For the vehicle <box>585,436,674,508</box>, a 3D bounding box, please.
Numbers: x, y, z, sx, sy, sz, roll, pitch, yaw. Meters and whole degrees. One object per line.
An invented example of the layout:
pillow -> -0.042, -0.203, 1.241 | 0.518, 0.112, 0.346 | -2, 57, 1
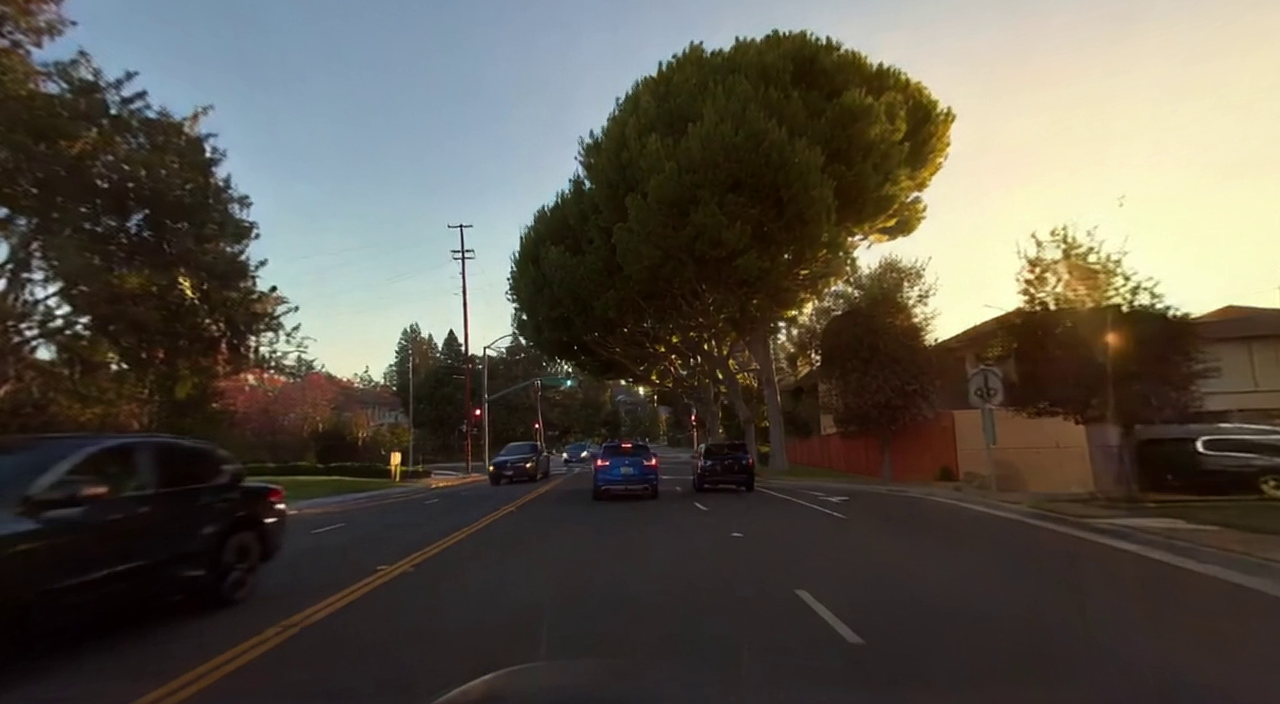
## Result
vehicle -> -0.278, 3.212, 17.354 | 2.151, 1.695, 4.100 | 0, -8, -1

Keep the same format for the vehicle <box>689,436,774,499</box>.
vehicle -> 2.778, 3.626, 20.236 | 1.967, 1.756, 4.281 | 0, -8, -2

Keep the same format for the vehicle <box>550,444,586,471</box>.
vehicle -> -5.629, 8.320, 49.953 | 2.292, 1.995, 4.751 | 0, -8, 0

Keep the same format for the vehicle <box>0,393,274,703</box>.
vehicle -> -4.474, 1.182, 3.938 | 2.063, 1.727, 3.923 | 0, -8, -2

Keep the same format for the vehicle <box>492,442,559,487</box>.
vehicle -> -5.214, 5.189, 29.479 | 2.197, 1.882, 4.973 | 0, -8, 0
